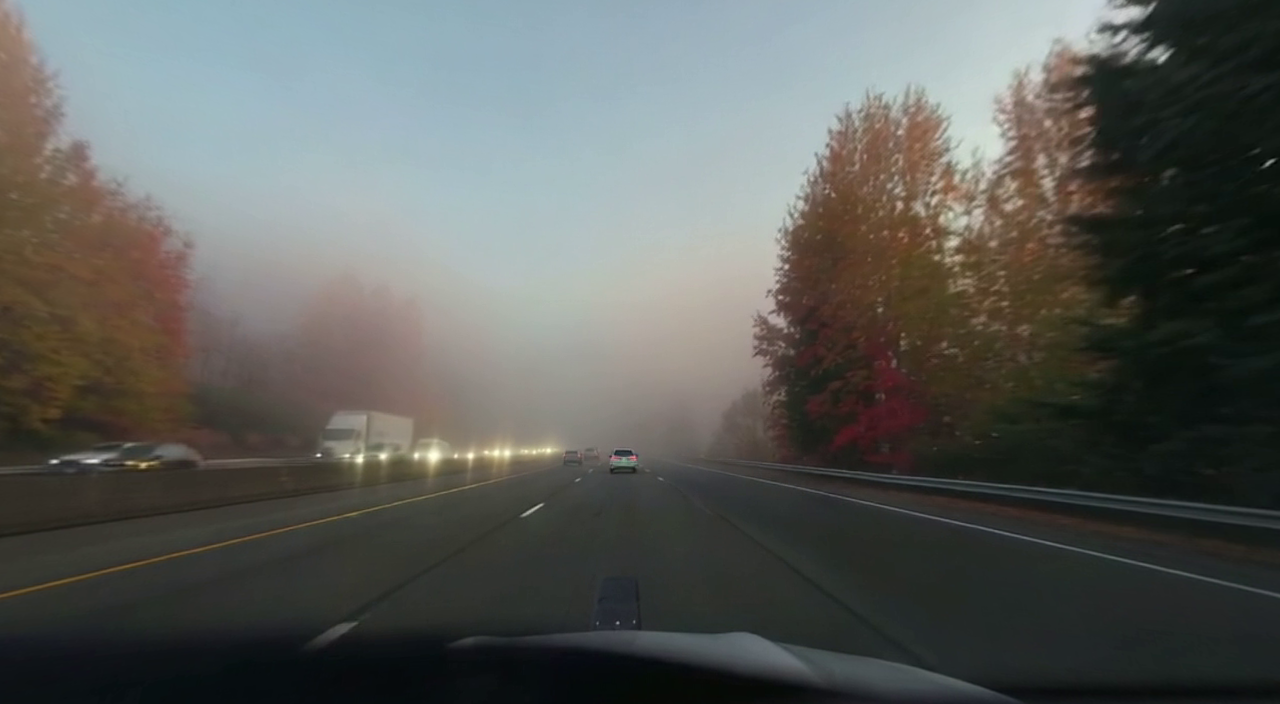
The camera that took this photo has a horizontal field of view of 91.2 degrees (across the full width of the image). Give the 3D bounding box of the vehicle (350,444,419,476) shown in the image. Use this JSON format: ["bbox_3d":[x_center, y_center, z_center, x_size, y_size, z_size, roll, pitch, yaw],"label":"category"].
[{"bbox_3d":[-12.876,5.453,31.883,1.881,1.507,3.991,0,-9,-1],"label":"vehicle"}]

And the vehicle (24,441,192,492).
[{"bbox_3d":[-17.811,3.833,21.337,1.850,1.509,4.482,0,-9,-1],"label":"vehicle"}]

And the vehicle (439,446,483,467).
[{"bbox_3d":[-13.428,7.869,47.279,1.946,1.512,4.747,0,-9,-1],"label":"vehicle"}]

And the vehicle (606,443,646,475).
[{"bbox_3d":[-0.781,5.983,35.196,2.115,1.661,4.049,0,-9,-2],"label":"vehicle"}]

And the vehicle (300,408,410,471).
[{"bbox_3d":[-18.670,5.943,42.102,2.988,3.698,10.089,0,-9,-2],"label":"vehicle"}]
